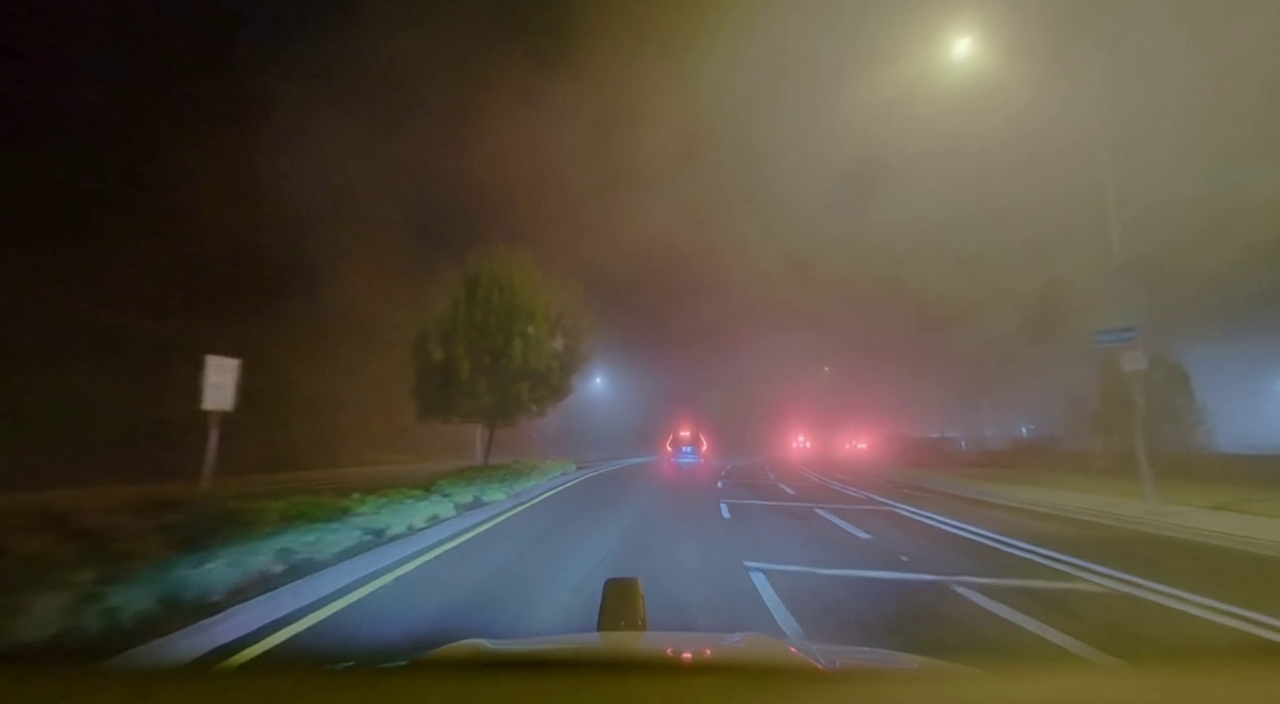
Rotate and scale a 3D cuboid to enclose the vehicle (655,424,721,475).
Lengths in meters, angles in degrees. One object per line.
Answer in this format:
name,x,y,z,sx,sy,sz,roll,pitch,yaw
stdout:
vehicle,2.183,4.145,26.979,2.371,1.926,5.615,-1,-8,9
